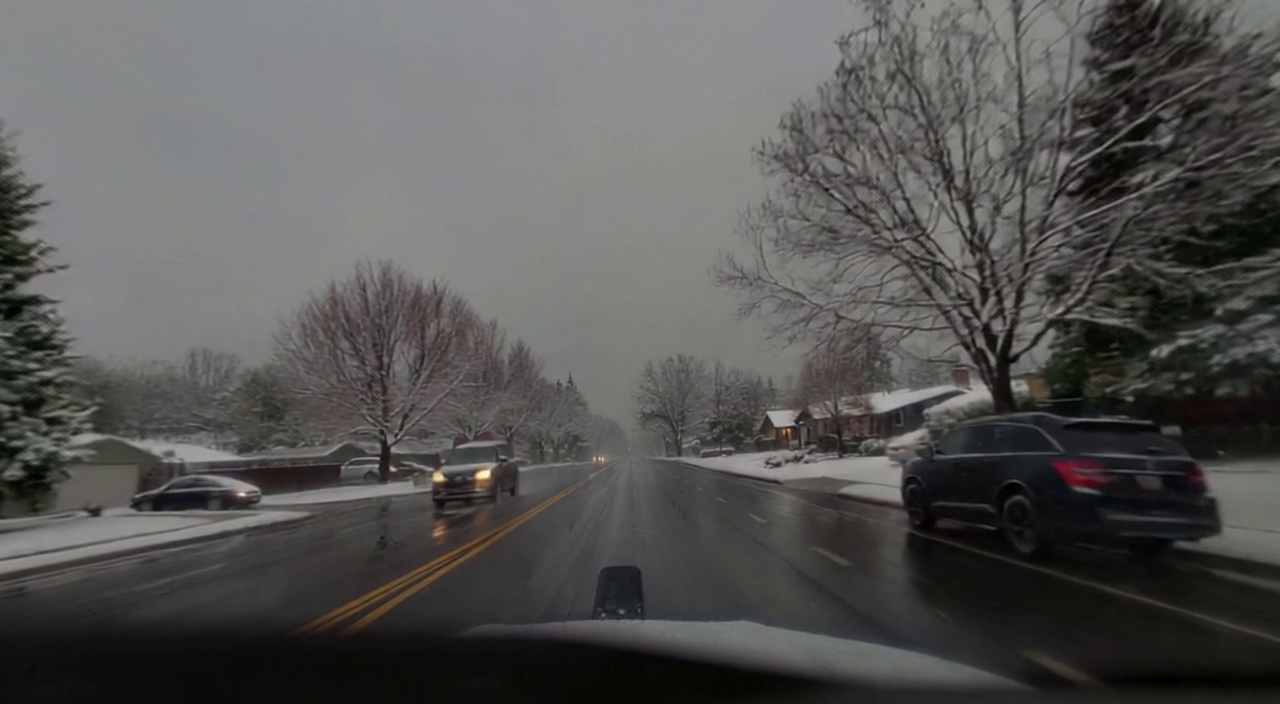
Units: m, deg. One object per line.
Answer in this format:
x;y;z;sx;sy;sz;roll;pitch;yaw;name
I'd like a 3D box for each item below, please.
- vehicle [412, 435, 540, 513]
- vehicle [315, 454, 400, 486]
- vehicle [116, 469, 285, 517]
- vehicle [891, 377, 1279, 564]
-4.298;3.296;17.590;2.151;1.830;5.172;0;-9;0;vehicle
-19.497;8.159;43.799;4.802;1.868;2.395;-3;-9;-1;vehicle
-15.135;4.857;21.967;4.353;1.467;1.931;0;-9;-2;vehicle
6.111;1.716;9.736;2.205;2.020;5.634;0;-9;1;vehicle
